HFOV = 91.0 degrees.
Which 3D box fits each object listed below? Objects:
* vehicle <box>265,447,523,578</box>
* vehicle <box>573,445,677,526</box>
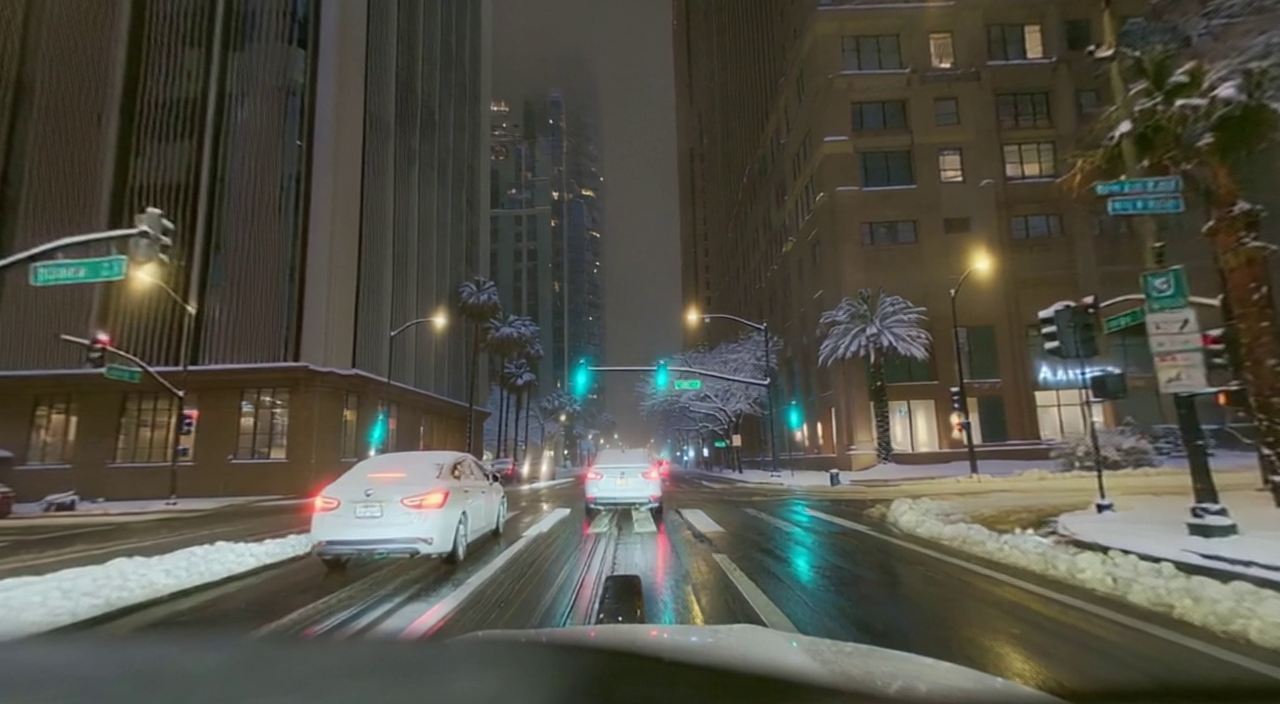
[{"bbox_3d":[-3.291,2.218,9.682,2.096,1.492,4.666,0,-9,0],"label":"vehicle"},{"bbox_3d":[-0.343,3.050,15.000,2.145,1.632,3.972,0,-9,-1],"label":"vehicle"}]
